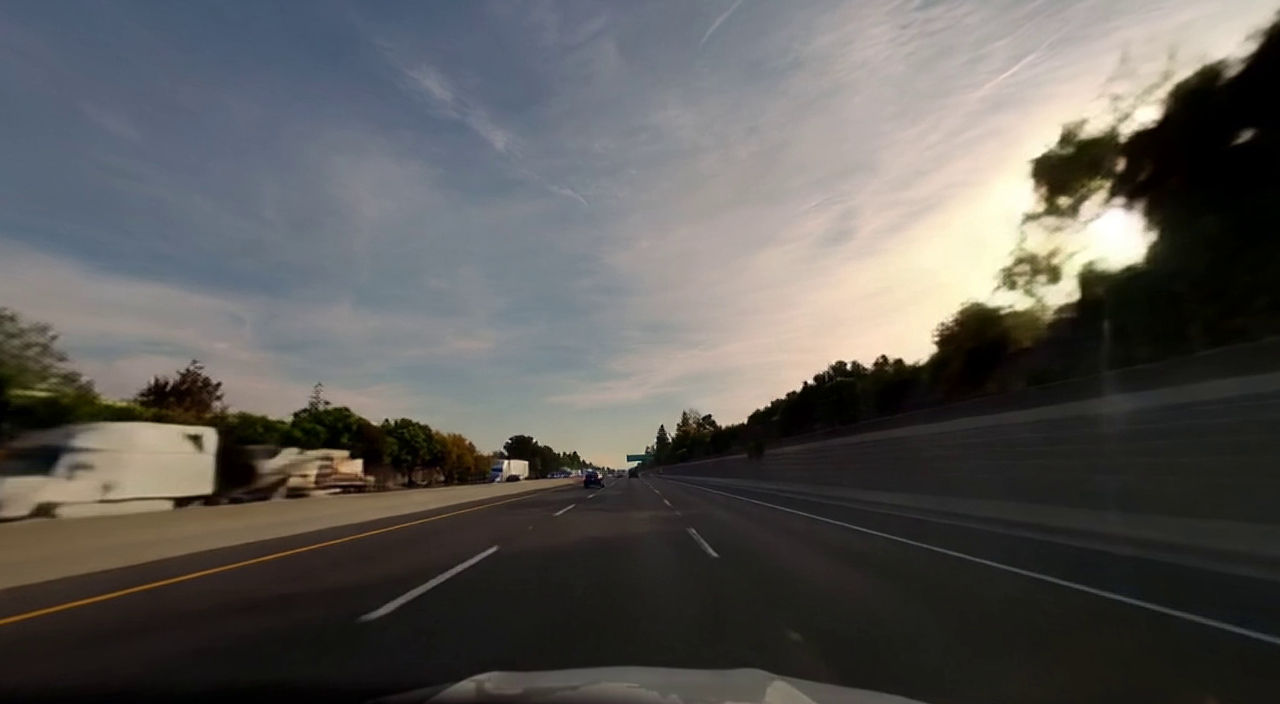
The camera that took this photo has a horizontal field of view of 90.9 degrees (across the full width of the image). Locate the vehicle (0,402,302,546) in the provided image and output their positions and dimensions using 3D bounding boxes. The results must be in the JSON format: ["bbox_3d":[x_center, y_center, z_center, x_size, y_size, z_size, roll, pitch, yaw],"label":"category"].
[{"bbox_3d":[-17.188,4.302,22.662,3.031,3.715,12.365,1,-11,0],"label":"vehicle"}]
